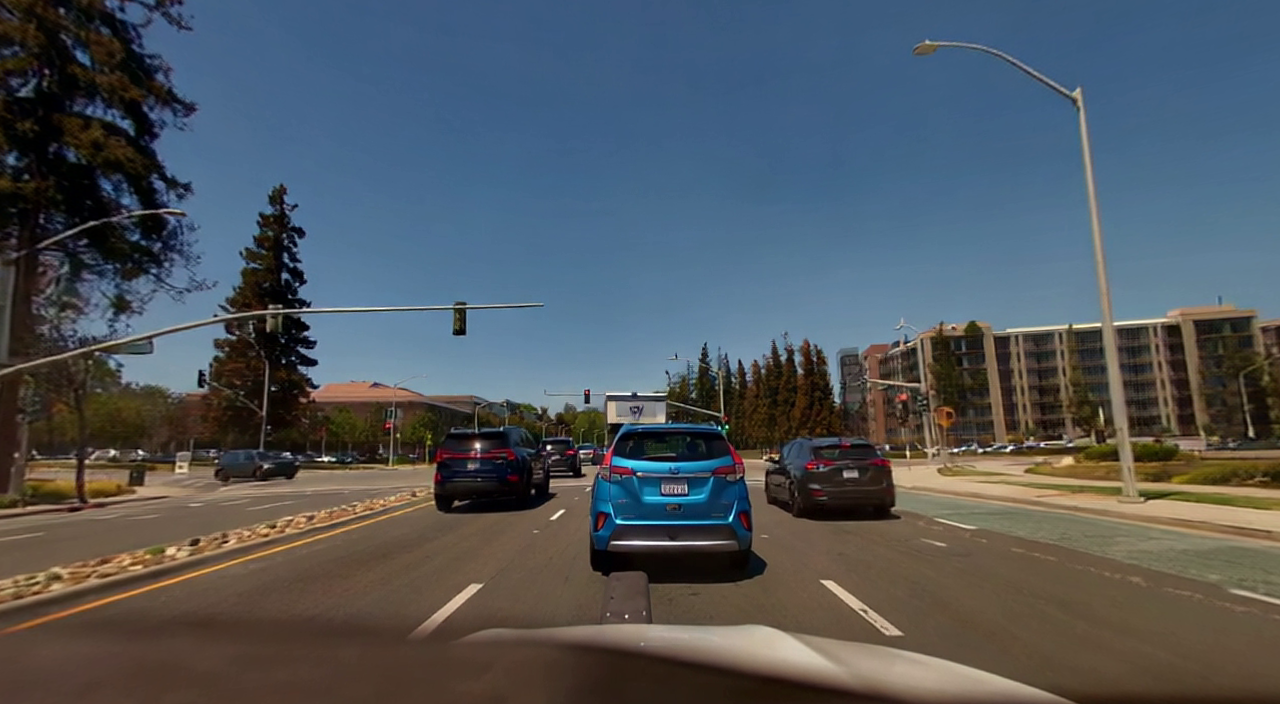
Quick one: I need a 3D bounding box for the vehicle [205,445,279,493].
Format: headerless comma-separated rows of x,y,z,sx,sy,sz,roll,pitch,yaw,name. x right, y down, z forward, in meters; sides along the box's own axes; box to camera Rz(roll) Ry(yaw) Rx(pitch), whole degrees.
-15.519,4.453,24.440,1.926,1.636,4.395,6,-10,-37,vehicle

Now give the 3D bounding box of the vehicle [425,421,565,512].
-3.245,2.699,15.333,2.209,1.828,4.847,0,-8,0,vehicle

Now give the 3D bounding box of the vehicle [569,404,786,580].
0.364,1.728,8.590,2.172,1.764,4.338,0,-8,0,vehicle

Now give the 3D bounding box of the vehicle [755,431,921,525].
3.758,2.453,12.824,1.954,1.592,3.992,0,-8,-2,vehicle
